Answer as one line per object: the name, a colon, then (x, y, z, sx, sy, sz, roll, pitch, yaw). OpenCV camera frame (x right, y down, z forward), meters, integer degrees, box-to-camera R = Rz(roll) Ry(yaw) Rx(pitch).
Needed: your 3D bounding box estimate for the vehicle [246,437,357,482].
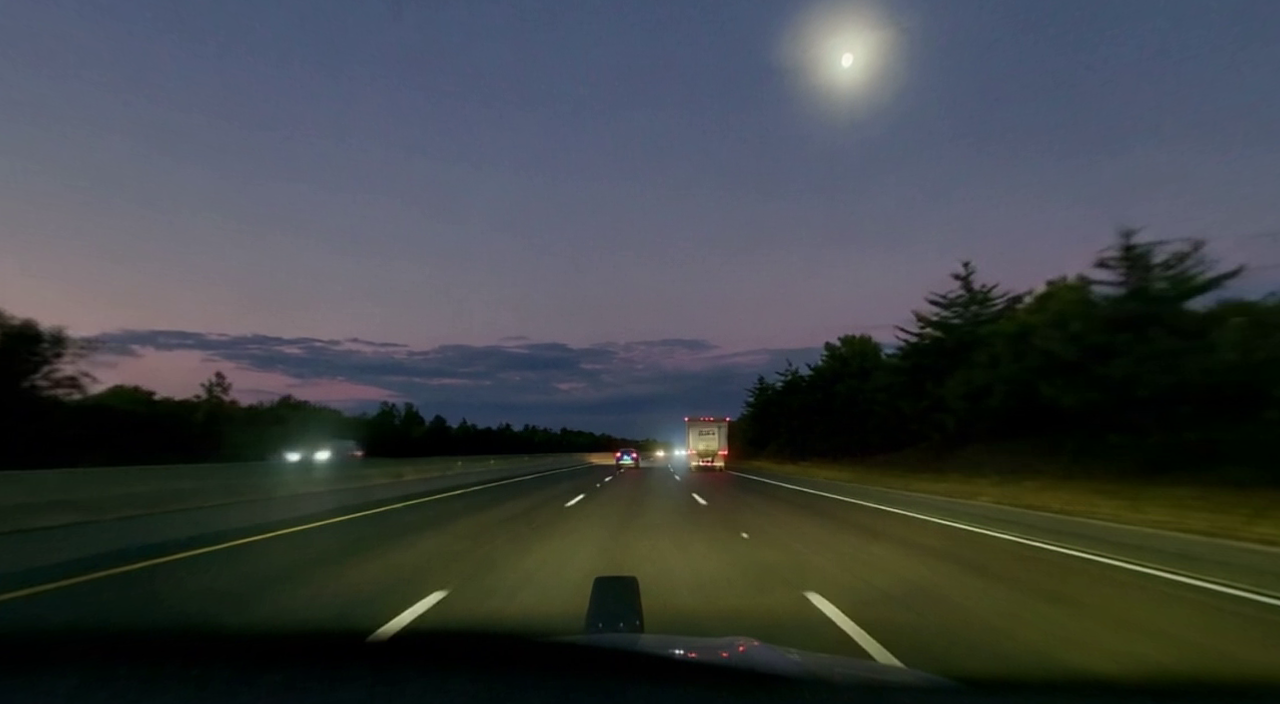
vehicle: (-13.993, 4.486, 26.486, 1.944, 1.670, 4.742, 0, -9, 1)

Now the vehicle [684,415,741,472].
vehicle: (4.861, 6.441, 44.020, 2.960, 3.547, 8.560, 0, -9, 0)

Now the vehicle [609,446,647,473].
vehicle: (-0.748, 7.248, 42.728, 2.297, 1.683, 4.385, 0, -9, 2)
